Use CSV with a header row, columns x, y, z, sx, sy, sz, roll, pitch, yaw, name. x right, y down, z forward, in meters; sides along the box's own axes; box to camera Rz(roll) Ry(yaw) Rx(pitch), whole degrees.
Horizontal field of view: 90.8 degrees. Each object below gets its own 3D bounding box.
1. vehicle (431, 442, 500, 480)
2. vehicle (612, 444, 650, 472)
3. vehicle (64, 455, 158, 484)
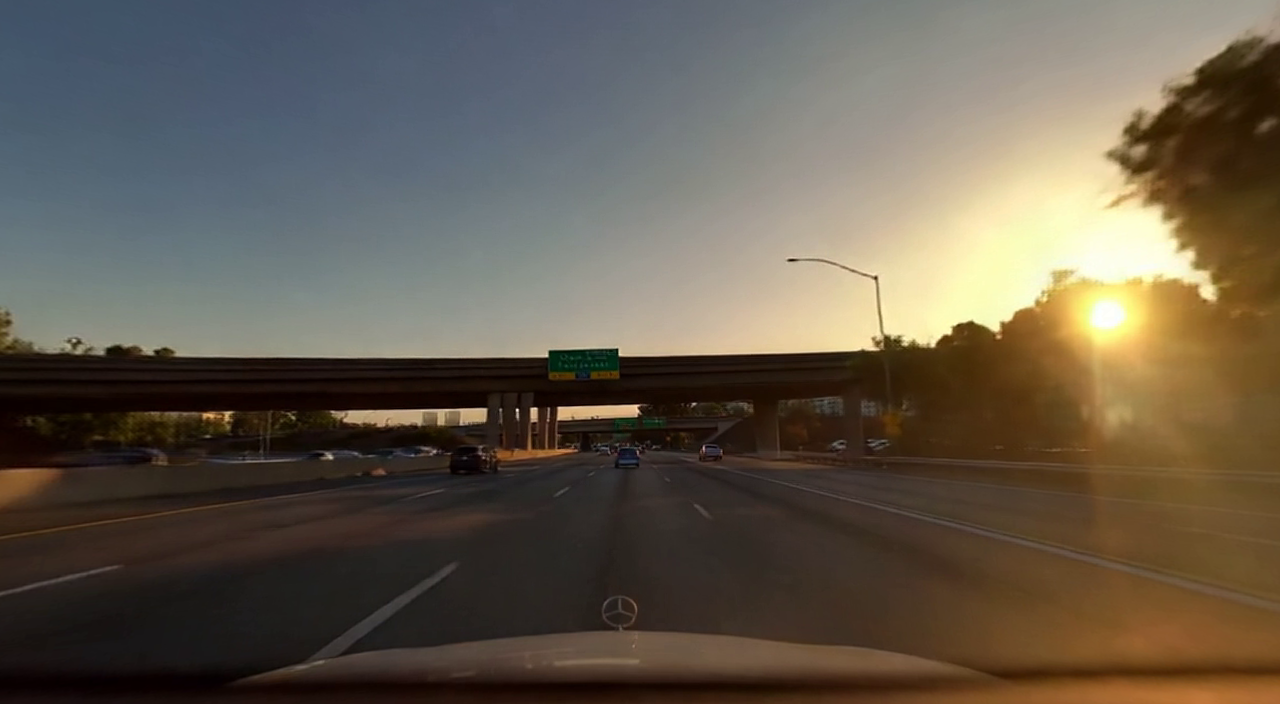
x,y,z,sx,sy,sz,roll,pitch,yaw,name
-7.833,4.937,28.873,1.957,1.554,4.350,0,-9,-1,vehicle
-0.534,5.825,34.949,2.012,1.471,4.059,0,-9,-2,vehicle
-34.918,7.764,41.908,2.037,1.705,4.919,0,-8,-1,vehicle
